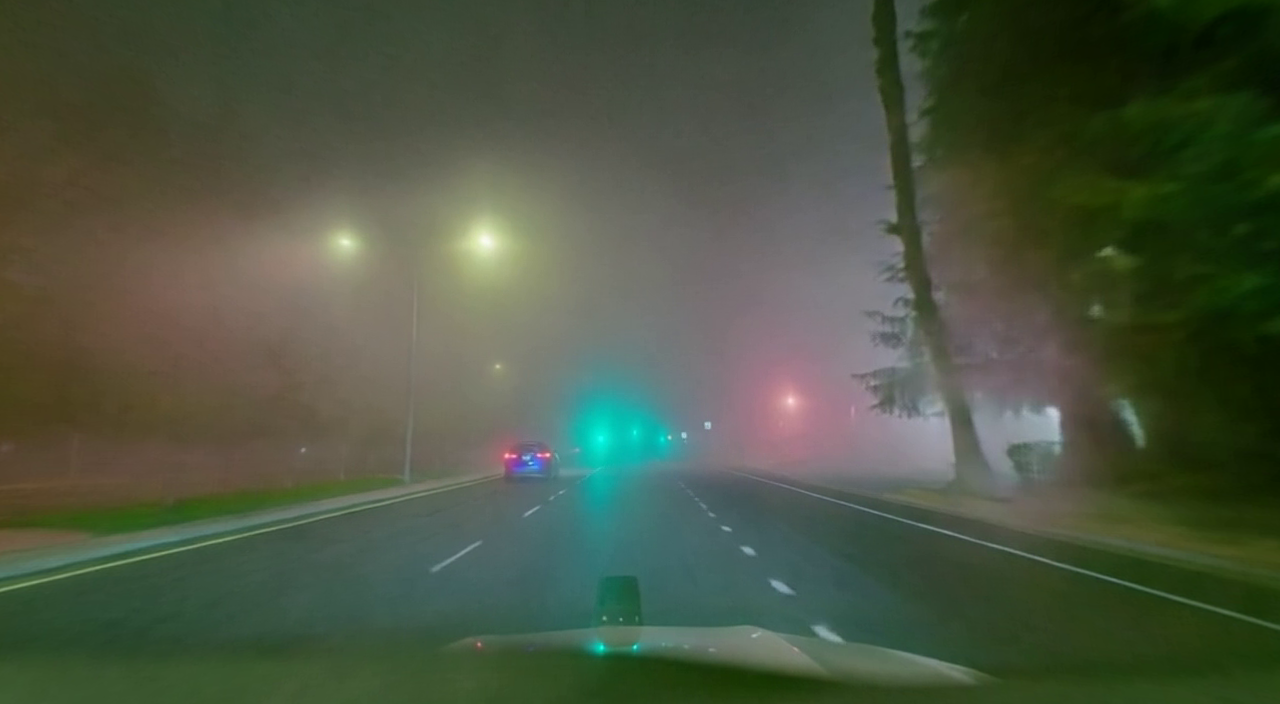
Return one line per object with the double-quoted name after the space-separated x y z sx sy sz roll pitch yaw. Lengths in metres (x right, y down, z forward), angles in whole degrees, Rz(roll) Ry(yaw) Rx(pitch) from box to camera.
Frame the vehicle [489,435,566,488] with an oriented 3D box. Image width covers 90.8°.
-4.021 3.979 23.312 1.993 1.733 4.262 0 -8 1 "vehicle"
